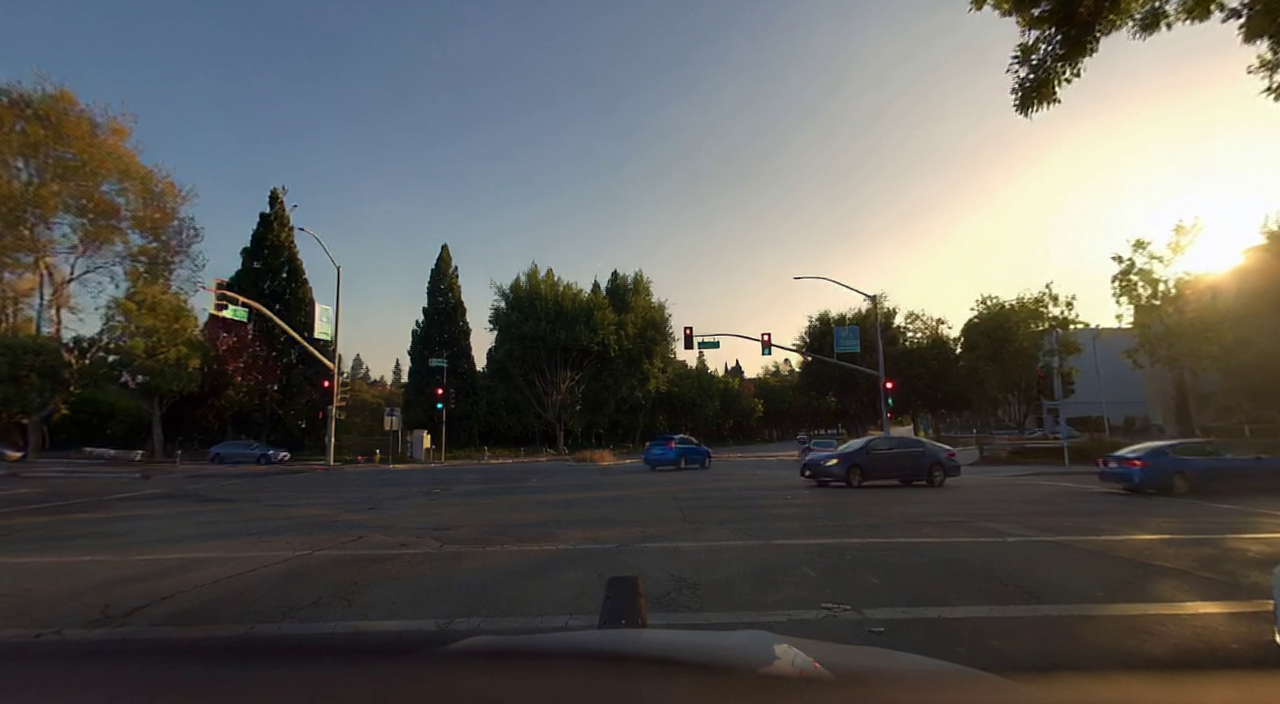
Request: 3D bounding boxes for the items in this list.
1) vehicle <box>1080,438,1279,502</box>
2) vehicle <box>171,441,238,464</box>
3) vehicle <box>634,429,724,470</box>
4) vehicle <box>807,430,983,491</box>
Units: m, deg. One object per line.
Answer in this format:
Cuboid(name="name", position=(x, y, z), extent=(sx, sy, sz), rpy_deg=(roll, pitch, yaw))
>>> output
Cuboid(name="vehicle", position=(14.878, 3.067, 16.589), extent=(5.000, 1.559, 1.960), rpy_deg=(0, -8, -1))
Cuboid(name="vehicle", position=(-29.110, 6.700, 42.046), extent=(1.696, 1.431, 3.686), rpy_deg=(-1, -8, 3))
Cuboid(name="vehicle", position=(1.910, 4.593, 29.641), extent=(1.994, 1.753, 4.346), rpy_deg=(-7, -11, 40))
Cuboid(name="vehicle", position=(7.941, 3.394, 19.842), extent=(4.580, 1.768, 2.134), rpy_deg=(1, -8, -7))
